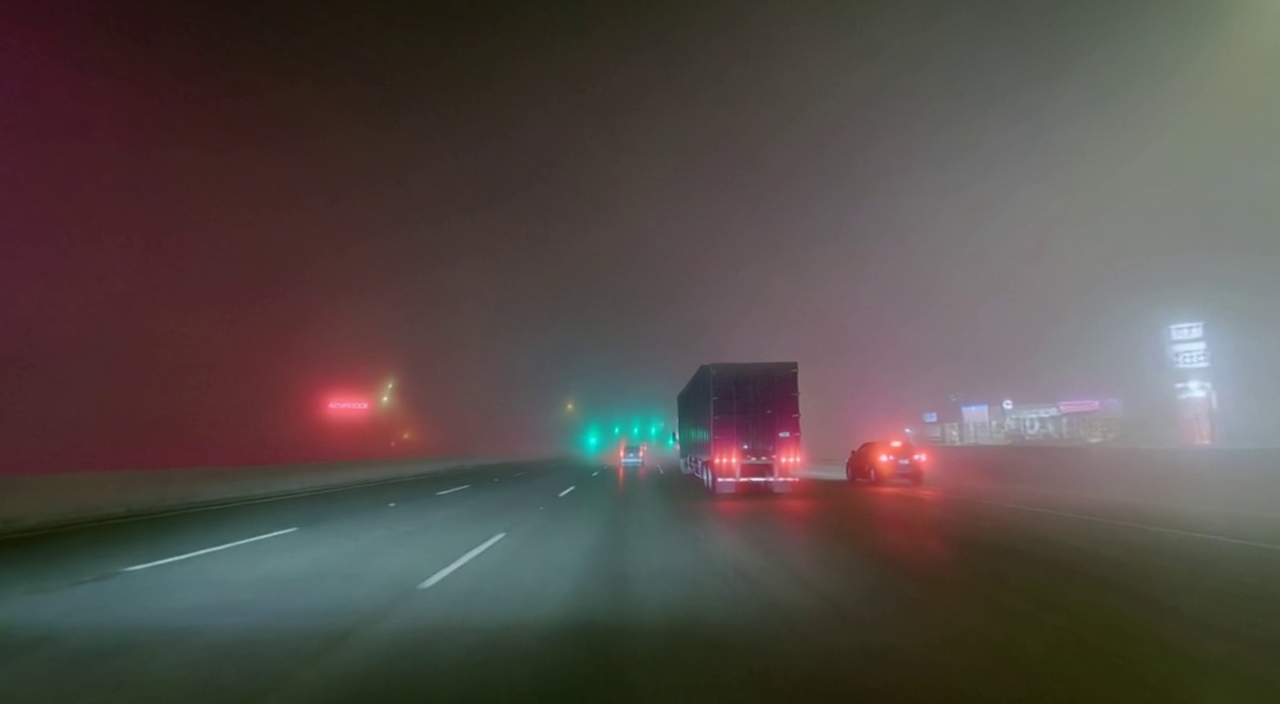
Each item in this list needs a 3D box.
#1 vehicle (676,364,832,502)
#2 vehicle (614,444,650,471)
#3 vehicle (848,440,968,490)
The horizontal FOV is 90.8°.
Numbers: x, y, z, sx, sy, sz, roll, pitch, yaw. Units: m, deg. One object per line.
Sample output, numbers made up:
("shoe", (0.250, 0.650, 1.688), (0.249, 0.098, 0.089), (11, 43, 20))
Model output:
("vehicle", (3.056, 2.747, 20.807), (2.934, 3.325, 10.986), (0, -8, -1))
("vehicle", (-0.461, 5.969, 36.035), (1.929, 1.395, 3.999), (0, -8, 0))
("vehicle", (8.901, 3.771, 21.510), (2.105, 1.494, 4.537), (0, -8, 0))
